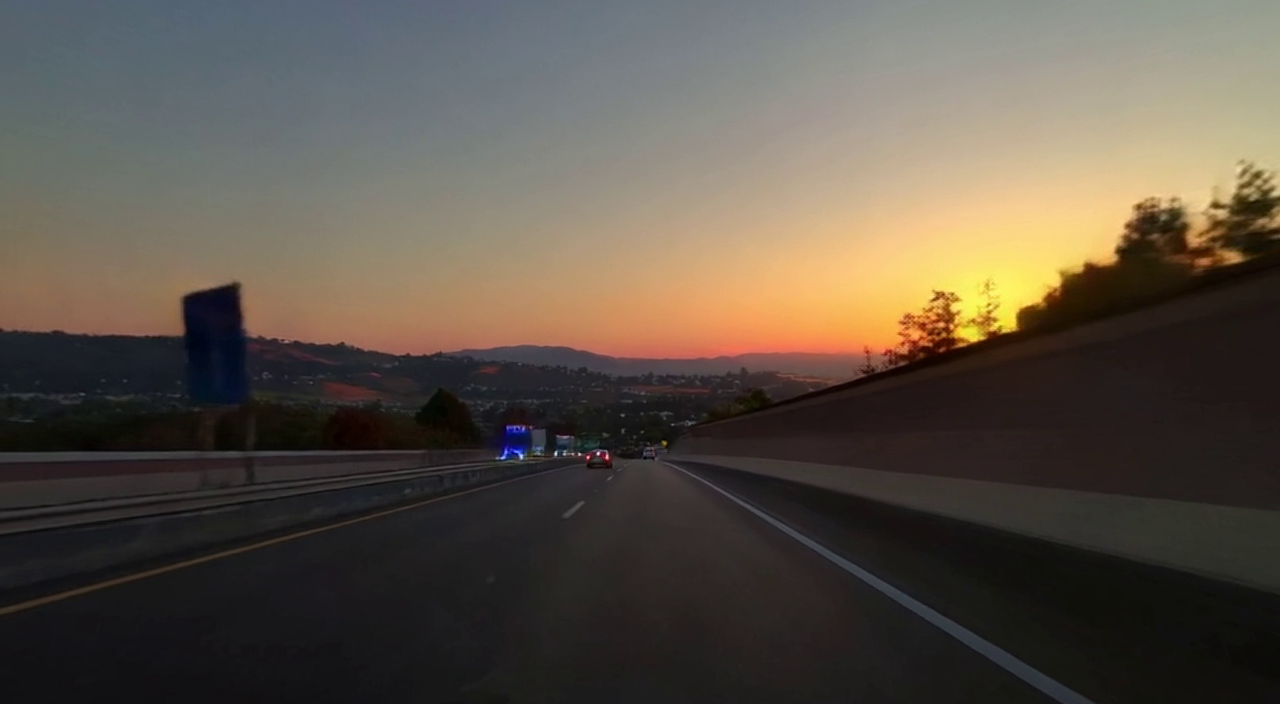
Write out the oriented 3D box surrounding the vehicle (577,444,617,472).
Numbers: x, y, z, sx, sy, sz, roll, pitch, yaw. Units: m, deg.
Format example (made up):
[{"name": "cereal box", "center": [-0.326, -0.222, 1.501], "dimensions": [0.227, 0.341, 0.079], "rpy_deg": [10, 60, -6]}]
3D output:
[{"name": "vehicle", "center": [-2.459, 6.172, 36.788], "dimensions": [2.050, 1.530, 4.144], "rpy_deg": [0, -8, 0]}]
